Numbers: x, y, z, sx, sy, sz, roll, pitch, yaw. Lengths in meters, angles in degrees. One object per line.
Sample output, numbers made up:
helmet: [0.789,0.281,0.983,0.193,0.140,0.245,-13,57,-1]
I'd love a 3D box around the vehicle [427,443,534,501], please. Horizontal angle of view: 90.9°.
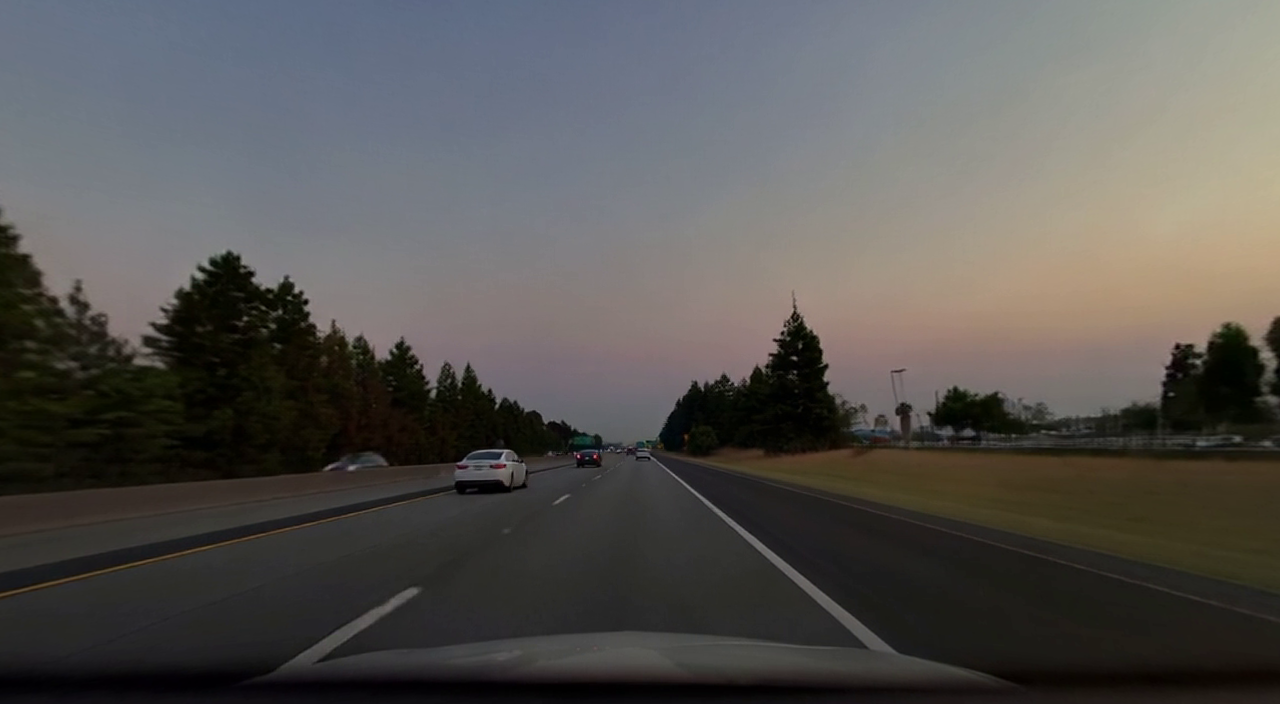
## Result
vehicle: [-4.611,3.534,18.983,1.975,1.501,4.603,0,-9,1]

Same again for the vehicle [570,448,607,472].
vehicle: [-3.338,7.063,41.434,2.005,1.474,3.921,0,-9,1]

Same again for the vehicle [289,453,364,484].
vehicle: [-17.559,6.525,35.506,1.891,1.586,4.395,0,-9,1]
